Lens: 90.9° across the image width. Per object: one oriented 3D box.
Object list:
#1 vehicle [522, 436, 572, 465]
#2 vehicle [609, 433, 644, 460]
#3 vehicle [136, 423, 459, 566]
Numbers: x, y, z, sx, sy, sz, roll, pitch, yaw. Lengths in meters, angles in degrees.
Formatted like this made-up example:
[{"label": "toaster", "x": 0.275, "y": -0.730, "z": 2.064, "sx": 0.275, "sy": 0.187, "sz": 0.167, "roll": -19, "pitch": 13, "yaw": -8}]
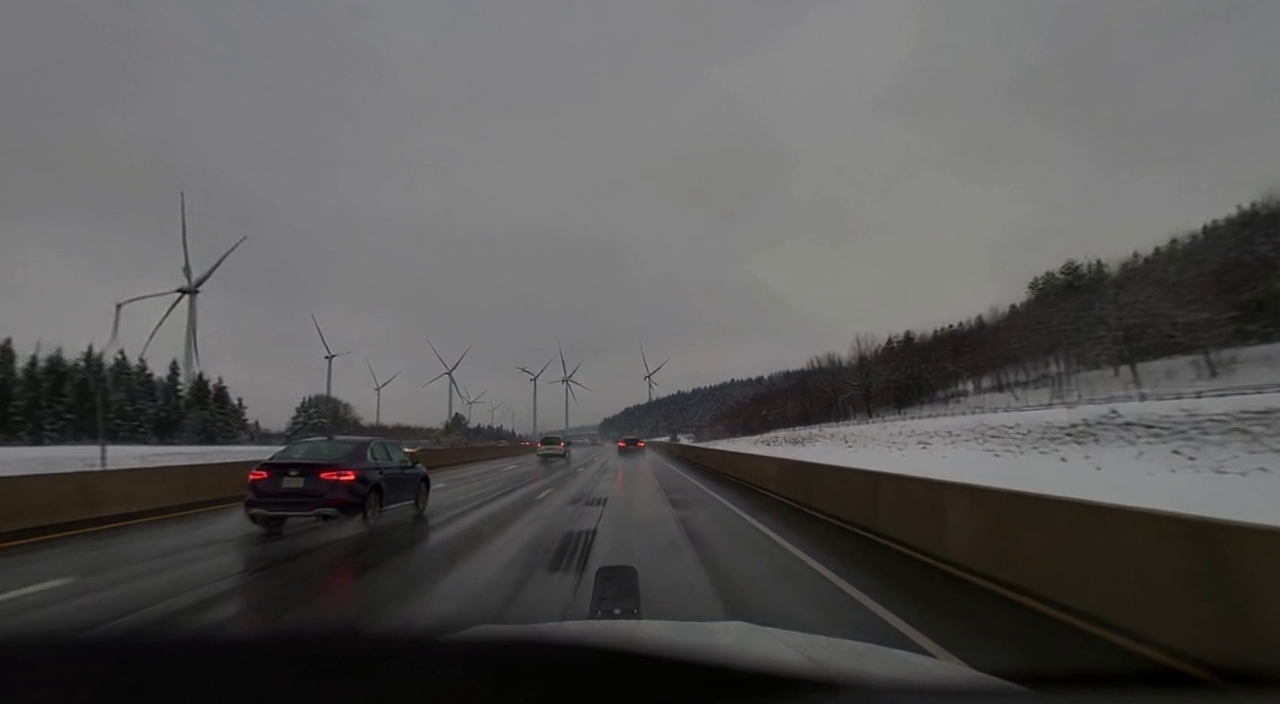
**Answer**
[{"label": "vehicle", "x": -4.809, "y": 5.118, "z": 33.035, "sx": 2.059, "sy": 1.436, "sz": 3.802, "roll": 0, "pitch": -8, "yaw": 0}, {"label": "vehicle", "x": -0.809, "y": 5.797, "z": 38.744, "sx": 2.027, "sy": 1.550, "sz": 3.607, "roll": 0, "pitch": -8, "yaw": -1}, {"label": "vehicle", "x": -4.217, "y": 1.794, "z": 8.893, "sx": 1.998, "sy": 1.468, "sz": 4.635, "roll": 0, "pitch": -8, "yaw": -1}]
